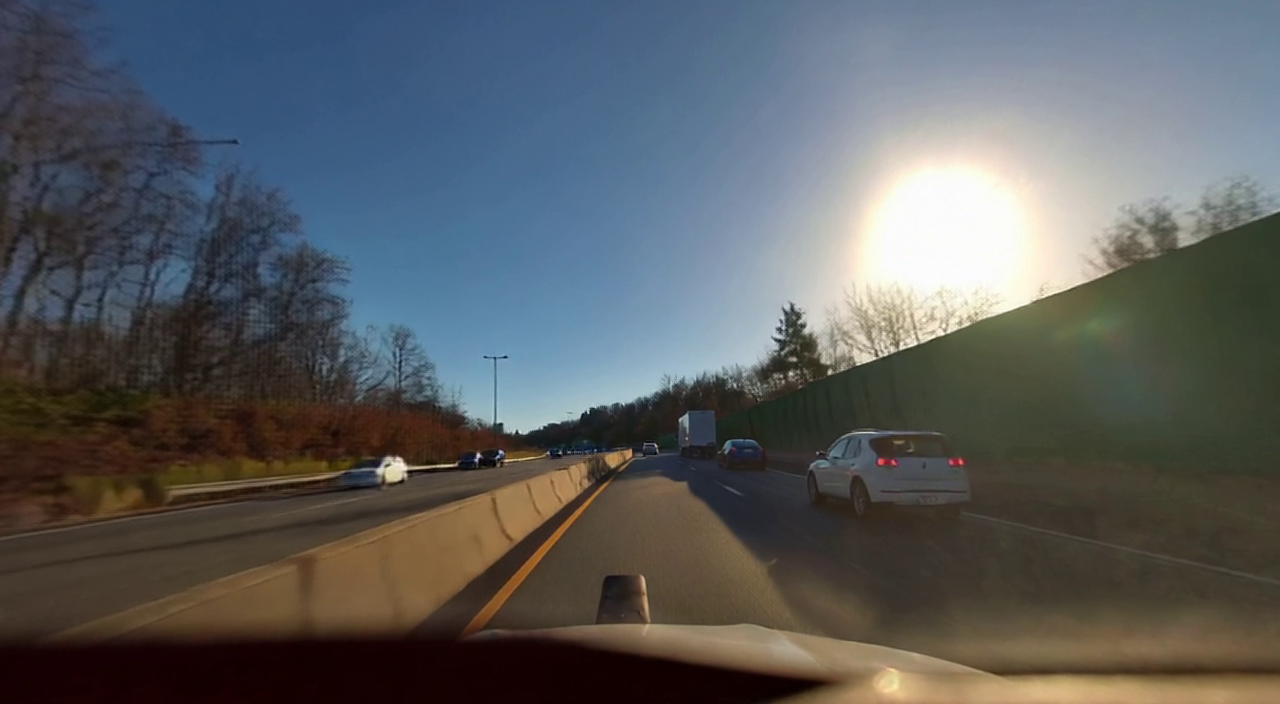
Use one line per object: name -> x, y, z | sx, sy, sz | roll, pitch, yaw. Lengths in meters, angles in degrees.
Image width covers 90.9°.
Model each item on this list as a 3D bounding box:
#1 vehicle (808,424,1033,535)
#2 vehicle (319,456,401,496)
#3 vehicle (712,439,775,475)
vehicle -> 4.493, 2.082, 10.906 | 1.940, 1.539, 4.005 | 1, -8, -2
vehicle -> -11.739, 5.205, 26.697 | 1.810, 1.481, 3.837 | 1, -8, -2
vehicle -> 4.539, 4.670, 28.330 | 2.000, 1.473, 4.440 | 0, -8, -1
